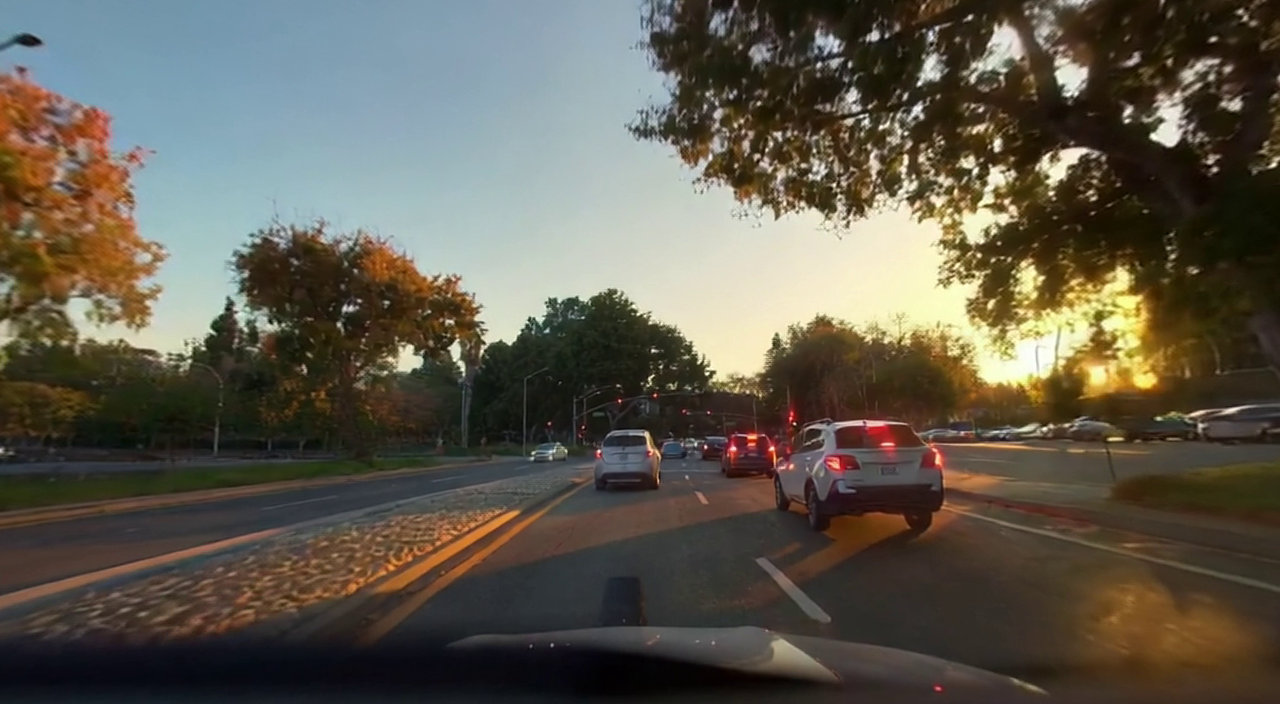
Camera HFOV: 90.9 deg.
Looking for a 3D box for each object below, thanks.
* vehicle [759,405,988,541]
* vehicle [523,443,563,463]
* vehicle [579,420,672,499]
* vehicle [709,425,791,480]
[{"bbox_3d":[3.493,1.917,10.627,2.114,1.765,4.647,0,-8,1],"label":"vehicle"},{"bbox_3d":[-7.582,7.930,49.745,1.953,1.476,4.747,-1,-8,6],"label":"vehicle"},{"bbox_3d":[-0.237,2.746,16.451,2.113,1.768,3.901,0,-8,3],"label":"vehicle"},{"bbox_3d":[4.032,3.838,24.367,2.317,1.857,5.940,0,-8,2],"label":"vehicle"}]
